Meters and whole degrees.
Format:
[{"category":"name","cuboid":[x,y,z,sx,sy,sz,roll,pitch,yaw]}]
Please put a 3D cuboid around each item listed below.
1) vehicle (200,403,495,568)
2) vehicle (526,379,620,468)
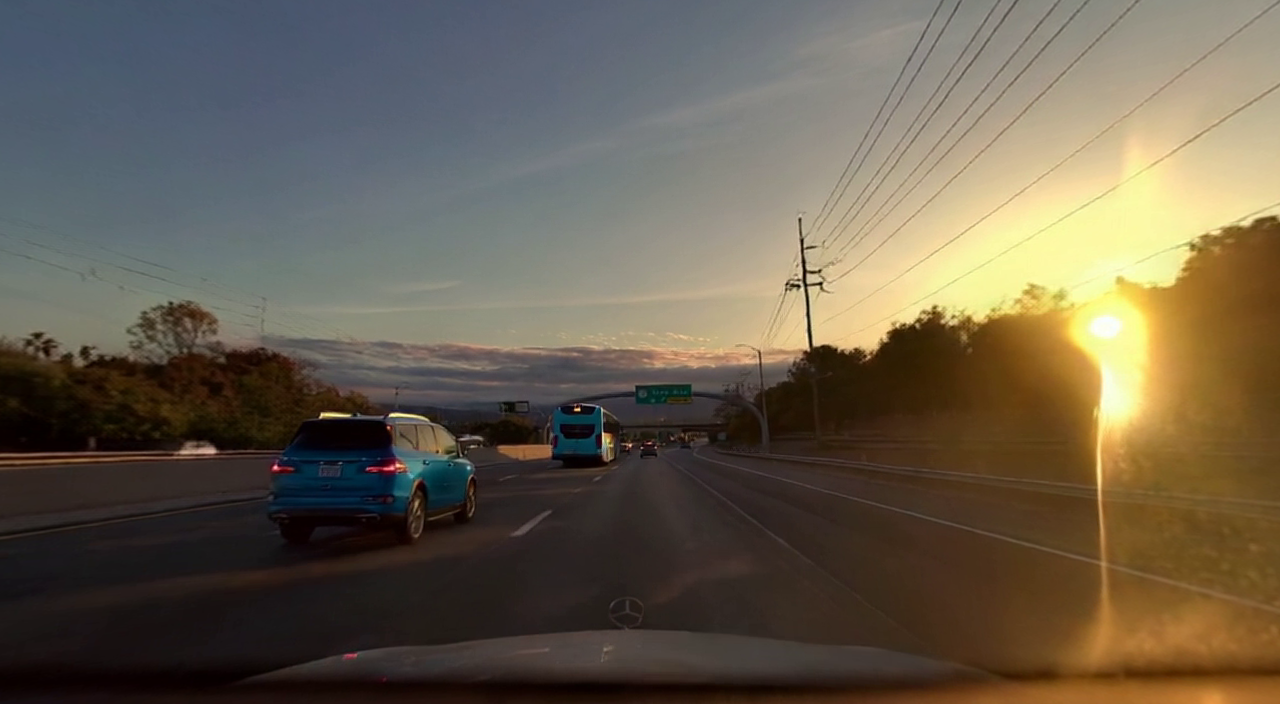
[{"category":"vehicle","cuboid":[-3.607,1.731,8.872,2.021,1.730,4.223,0,-8,1]},{"category":"vehicle","cuboid":[-3.033,3.987,32.951,3.382,3.712,11.766,2,-9,1]}]
